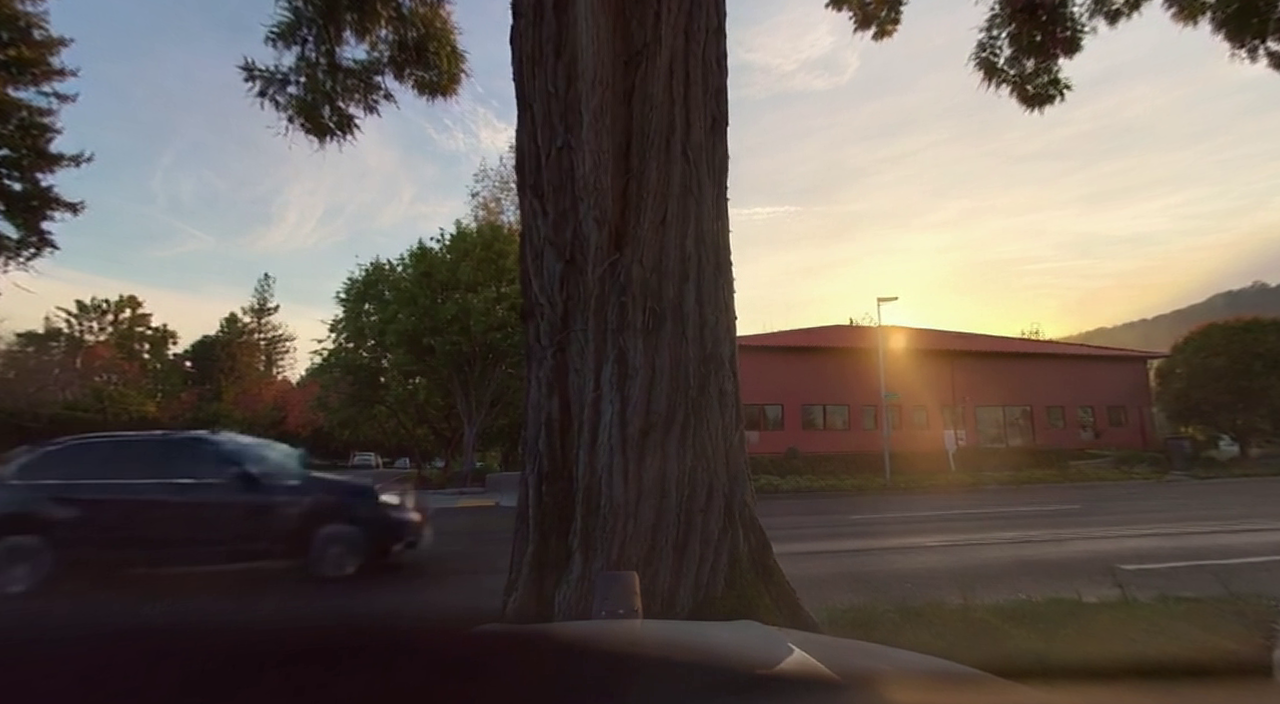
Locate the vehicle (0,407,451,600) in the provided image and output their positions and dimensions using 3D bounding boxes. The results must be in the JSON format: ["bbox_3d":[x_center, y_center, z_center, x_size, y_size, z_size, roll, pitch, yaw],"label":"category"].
[{"bbox_3d":[-4.580,1.551,7.053,4.557,1.677,2.337,2,-9,-13],"label":"vehicle"}]
